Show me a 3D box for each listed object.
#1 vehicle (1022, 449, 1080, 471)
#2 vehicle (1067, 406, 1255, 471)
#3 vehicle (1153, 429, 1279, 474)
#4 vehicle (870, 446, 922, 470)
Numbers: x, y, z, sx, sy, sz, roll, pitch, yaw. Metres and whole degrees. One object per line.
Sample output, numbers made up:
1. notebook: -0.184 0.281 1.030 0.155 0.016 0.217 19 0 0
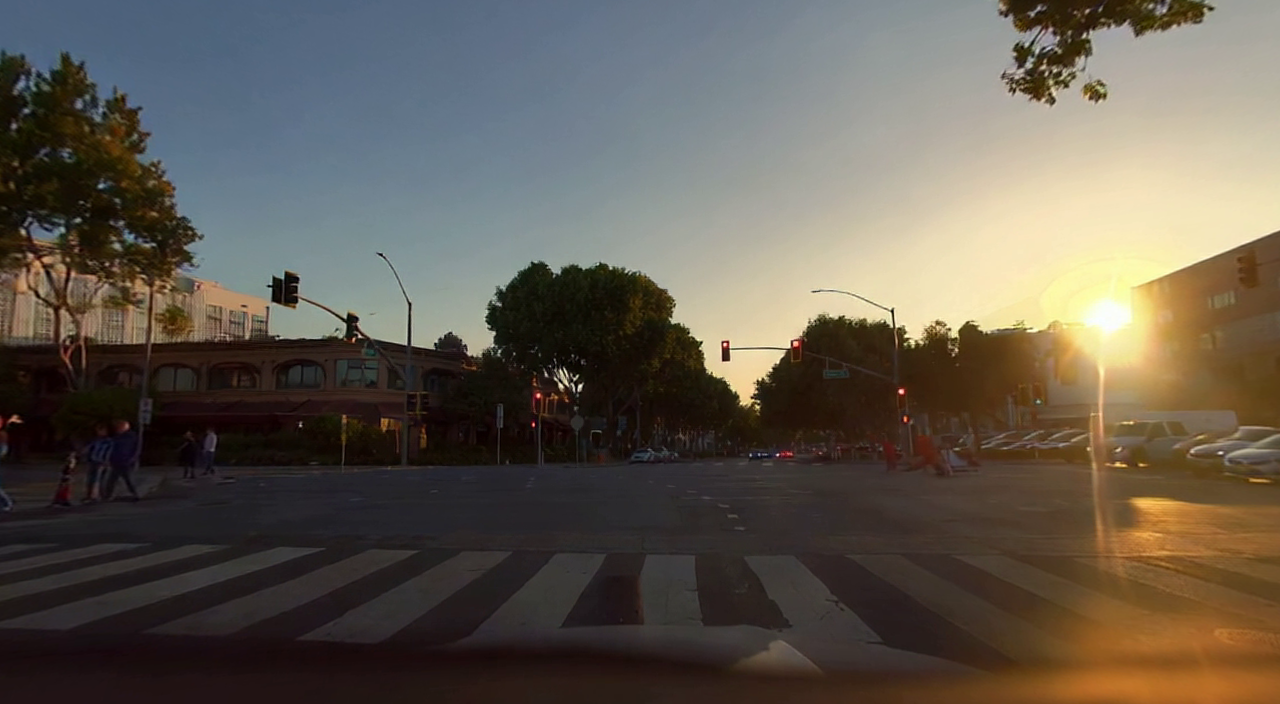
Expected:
1. vehicle: 27.681 7.277 42.686 1.589 1.405 3.633 -1 -9 4
2. vehicle: 22.940 3.864 28.090 5.855 2.746 2.523 -1 -9 3
3. vehicle: 20.916 3.408 21.731 4.740 1.464 1.876 -1 -9 3
4. vehicle: 17.517 7.244 43.500 1.789 1.557 4.293 0 -9 0
